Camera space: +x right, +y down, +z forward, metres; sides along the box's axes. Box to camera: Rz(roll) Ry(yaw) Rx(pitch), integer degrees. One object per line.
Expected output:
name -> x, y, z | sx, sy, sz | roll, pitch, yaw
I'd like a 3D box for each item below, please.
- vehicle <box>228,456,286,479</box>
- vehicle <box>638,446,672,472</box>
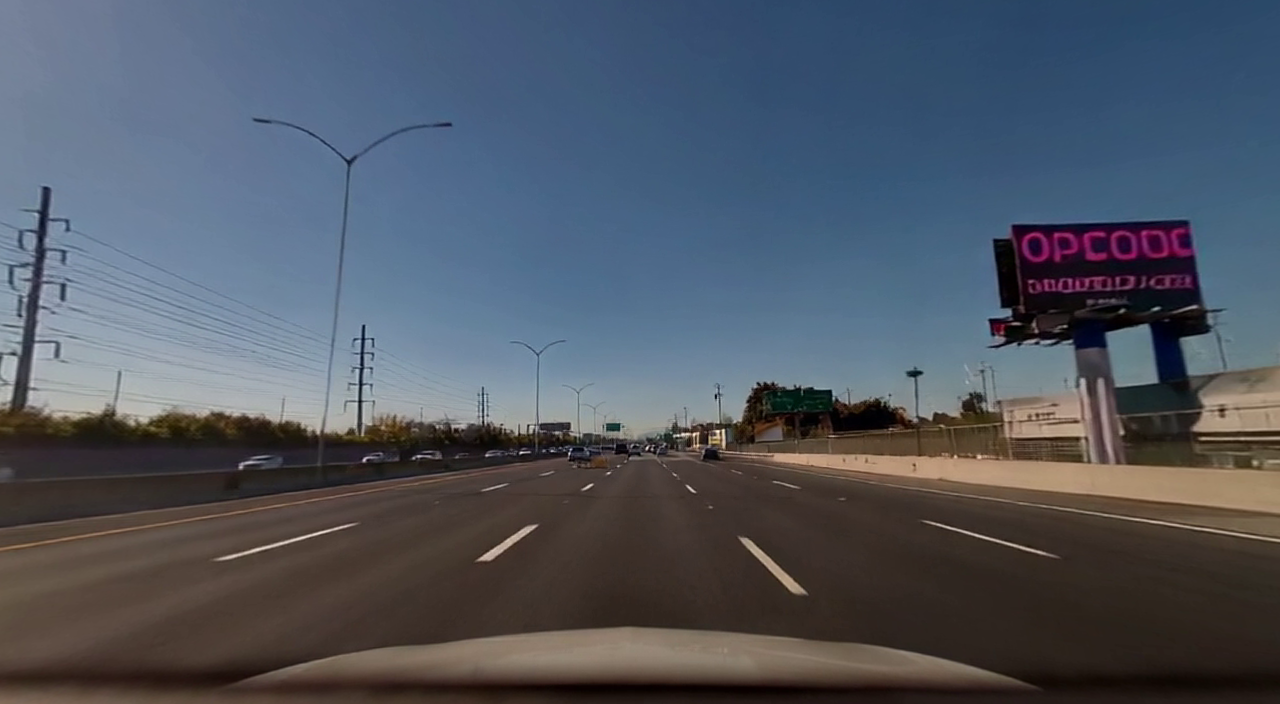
vehicle -> -23.721, 7.141, 39.147 | 1.460, 1.329, 3.273 | 0, -8, 1
vehicle -> 0.835, 6.396, 37.991 | 1.891, 1.444, 3.968 | 0, -8, -1
